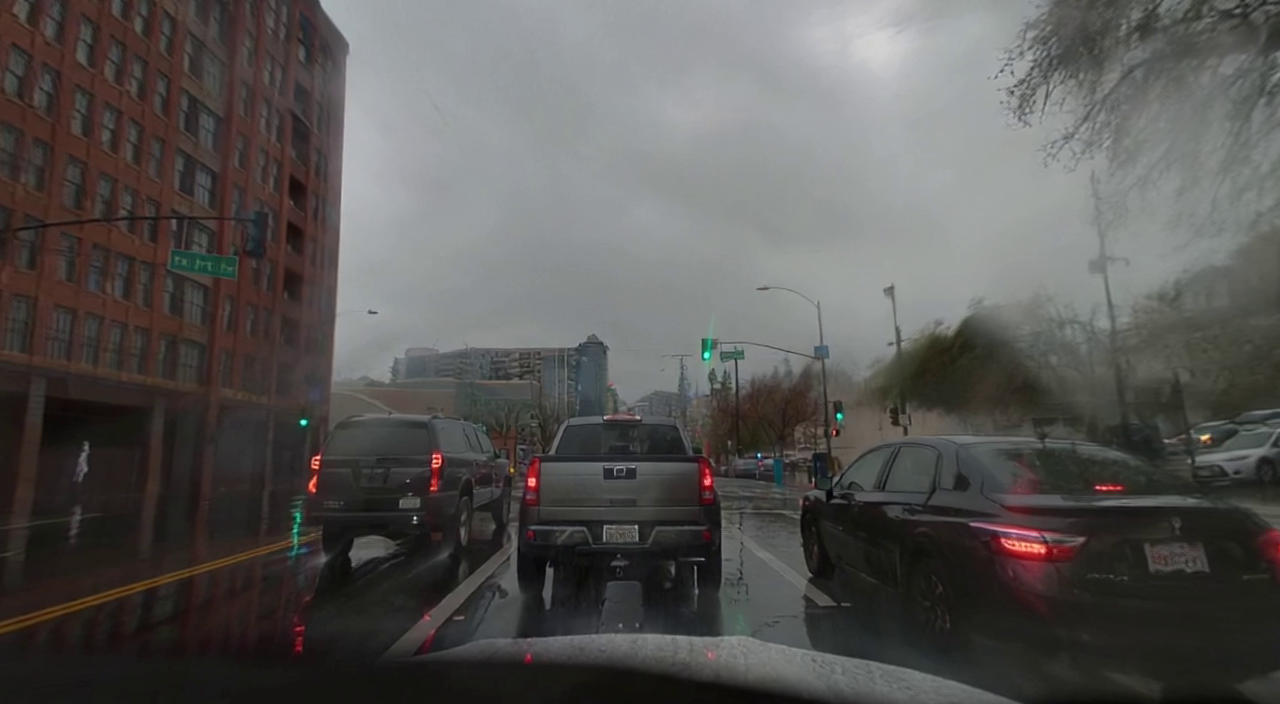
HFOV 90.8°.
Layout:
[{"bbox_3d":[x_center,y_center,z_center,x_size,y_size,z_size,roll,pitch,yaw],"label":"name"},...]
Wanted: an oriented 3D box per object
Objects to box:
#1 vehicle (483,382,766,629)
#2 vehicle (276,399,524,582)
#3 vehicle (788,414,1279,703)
[{"bbox_3d":[-0.111,1.482,7.079,2.105,1.842,4.537,0,-8,0],"label":"vehicle"},{"bbox_3d":[-2.796,1.702,8.530,1.855,1.812,4.244,0,-8,-3],"label":"vehicle"},{"bbox_3d":[2.589,1.308,4.797,1.852,1.462,4.155,0,-8,-1],"label":"vehicle"}]
